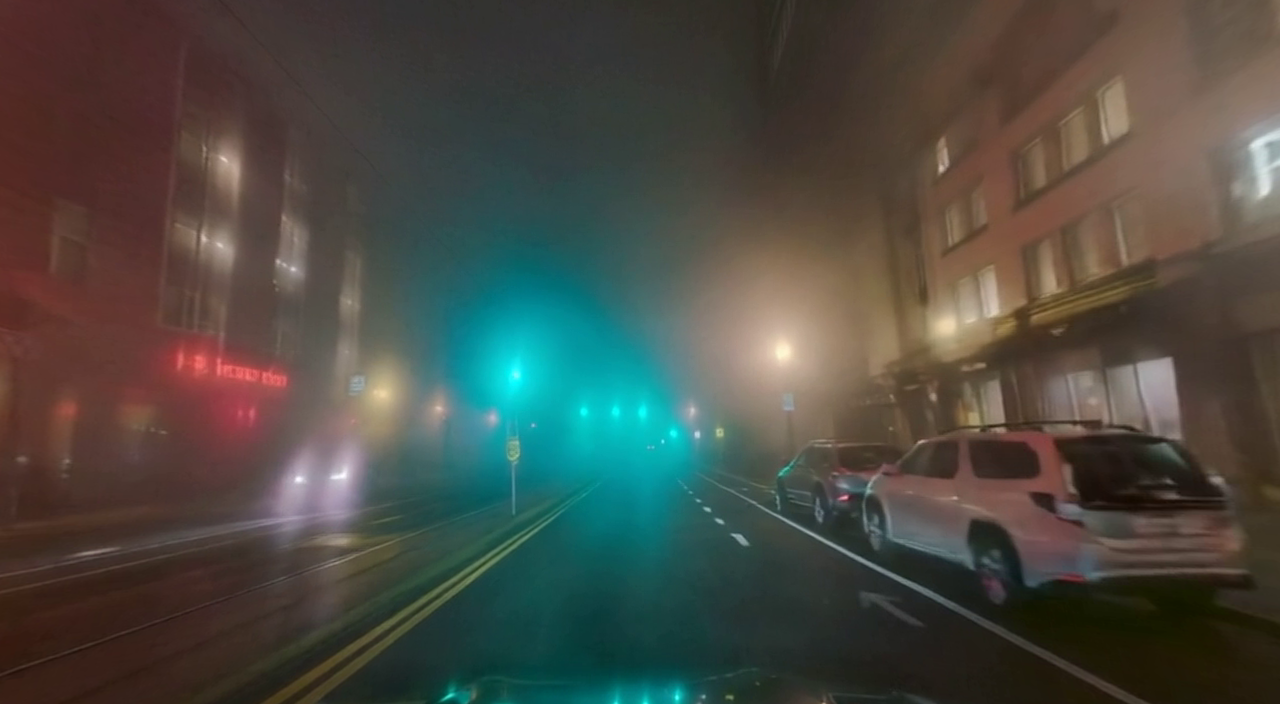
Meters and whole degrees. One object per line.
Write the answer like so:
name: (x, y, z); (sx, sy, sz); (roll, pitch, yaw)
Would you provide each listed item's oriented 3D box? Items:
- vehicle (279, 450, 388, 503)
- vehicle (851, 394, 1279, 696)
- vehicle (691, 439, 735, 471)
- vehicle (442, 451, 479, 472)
vehicle: (-9.395, 3.809, 19.633); (1.877, 1.430, 3.712); (1, -8, -7)
vehicle: (3.504, 1.336, 5.507); (1.903, 1.596, 4.144); (-1, -8, 1)
vehicle: (4.007, 5.772, 35.319); (2.051, 1.656, 3.989); (-1, -8, 1)
vehicle: (-13.412, 8.181, 47.293); (1.954, 1.445, 4.432); (1, -8, -6)
